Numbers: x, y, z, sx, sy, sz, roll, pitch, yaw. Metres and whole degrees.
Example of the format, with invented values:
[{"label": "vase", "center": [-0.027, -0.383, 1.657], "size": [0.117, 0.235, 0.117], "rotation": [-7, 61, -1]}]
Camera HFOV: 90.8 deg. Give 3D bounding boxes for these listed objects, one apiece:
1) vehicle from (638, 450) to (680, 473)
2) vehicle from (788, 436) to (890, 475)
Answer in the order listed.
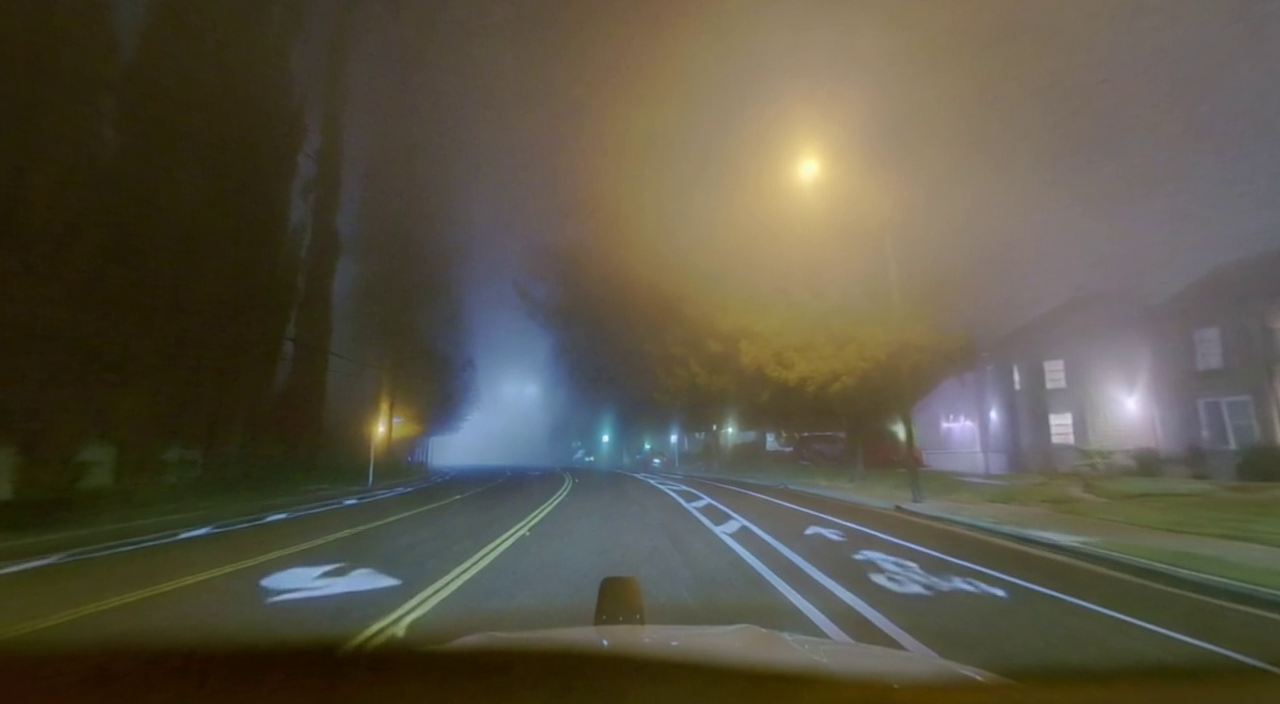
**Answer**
[{"label": "vehicle", "center": [1.323, 7.966, 46.192], "size": [1.997, 1.618, 4.119], "rotation": [2, -9, -14]}, {"label": "vehicle", "center": [10.843, 5.697, 34.575], "size": [4.697, 1.861, 2.126], "rotation": [0, -12, -14]}]
